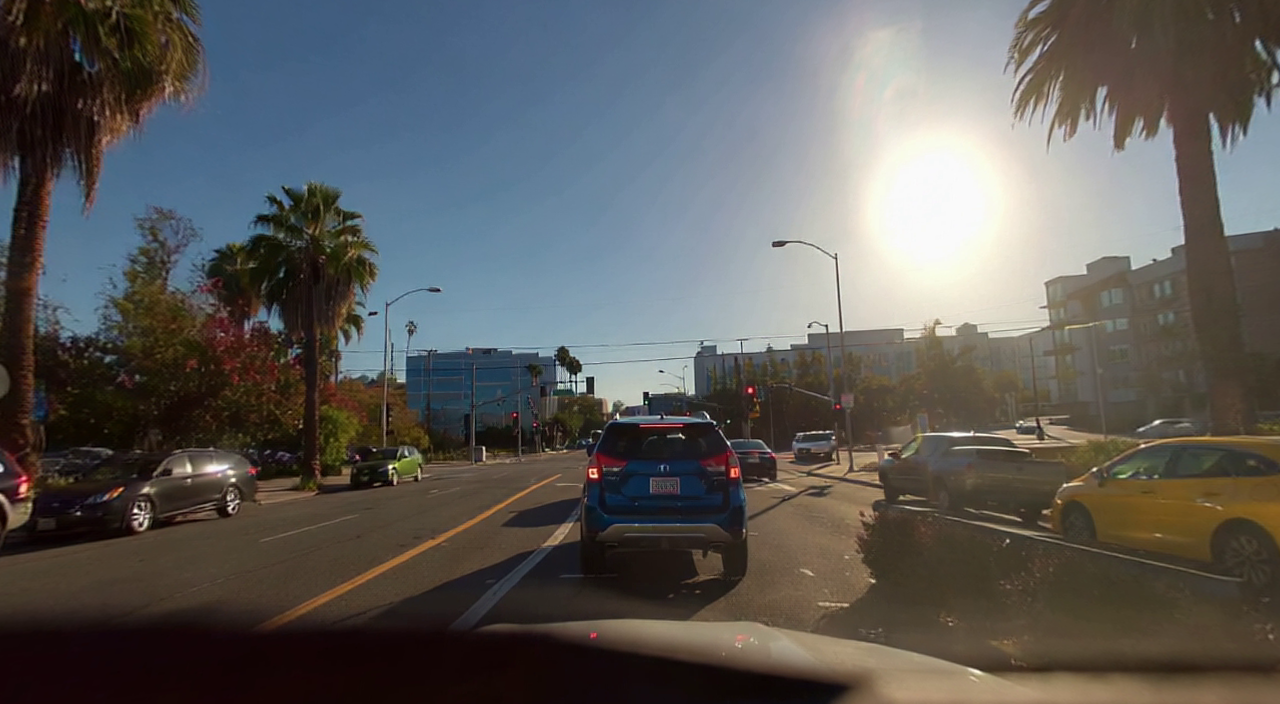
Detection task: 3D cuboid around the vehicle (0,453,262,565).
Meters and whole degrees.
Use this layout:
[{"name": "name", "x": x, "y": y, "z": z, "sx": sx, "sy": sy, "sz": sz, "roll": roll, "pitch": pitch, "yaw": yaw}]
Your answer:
[{"name": "vehicle", "x": -9.556, "y": 2.787, "z": 11.904, "sx": 2.054, "sy": 1.467, "sz": 4.595, "roll": -4, "pitch": -8, "yaw": 0}]

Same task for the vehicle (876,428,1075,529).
[{"name": "vehicle", "x": 6.675, "y": 2.529, "z": 13.237, "sx": 1.930, "sy": 1.736, "sz": 4.329, "roll": -1, "pitch": -8, "yaw": 3}]

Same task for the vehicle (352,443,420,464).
[{"name": "vehicle", "x": -18.716, "y": 7.496, "z": 46.651, "sx": 1.759, "sy": 1.457, "sz": 4.297, "roll": -7, "pitch": -11, "yaw": 38}]

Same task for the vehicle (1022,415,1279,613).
[{"name": "vehicle", "x": 6.446, "y": 1.601, "z": 6.927, "sx": 1.935, "sy": 1.672, "sz": 4.139, "roll": 0, "pitch": -8, "yaw": 1}]

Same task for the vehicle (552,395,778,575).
[{"name": "vehicle", "x": 0.266, "y": 1.653, "z": 8.564, "sx": 2.264, "sy": 1.798, "sz": 4.258, "roll": 0, "pitch": -8, "yaw": 1}]
